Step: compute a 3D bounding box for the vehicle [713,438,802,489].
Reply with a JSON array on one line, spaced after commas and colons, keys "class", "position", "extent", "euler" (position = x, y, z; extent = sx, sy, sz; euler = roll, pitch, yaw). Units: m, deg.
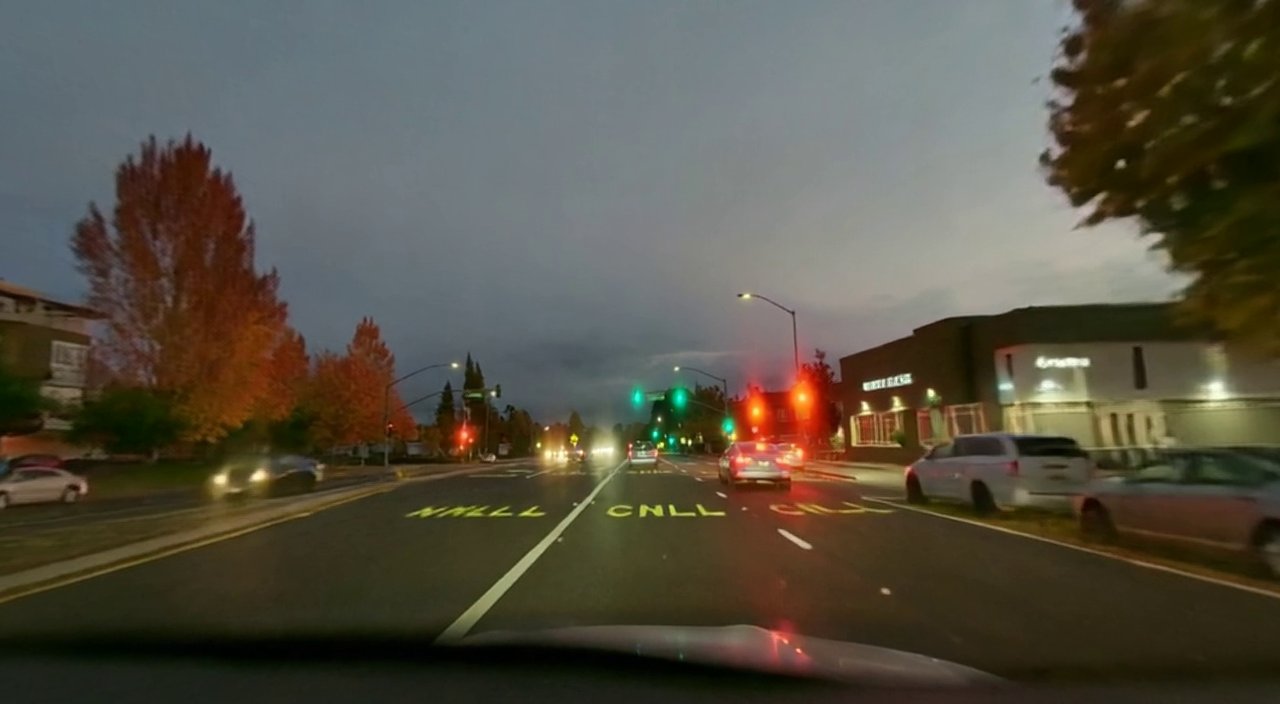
[{"class": "vehicle", "position": [3.848, 3.722, 21.430], "extent": [2.178, 1.546, 4.311], "euler": [0, -8, 0]}]

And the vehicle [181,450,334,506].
[{"class": "vehicle", "position": [-11.844, 3.877, 19.961], "extent": [1.988, 1.508, 4.650], "euler": [0, -8, -1]}]

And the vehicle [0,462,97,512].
[{"class": "vehicle", "position": [-22.130, 4.688, 22.029], "extent": [1.930, 1.542, 4.817], "euler": [0, -8, 0]}]

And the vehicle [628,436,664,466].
[{"class": "vehicle", "position": [0.377, 6.472, 41.405], "extent": [2.239, 1.856, 4.815], "euler": [0, -8, 0]}]

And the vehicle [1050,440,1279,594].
[{"class": "vehicle", "position": [7.208, 1.784, 7.297], "extent": [1.928, 1.480, 4.464], "euler": [0, -8, 1]}]

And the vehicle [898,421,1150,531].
[{"class": "vehicle", "position": [7.395, 2.420, 12.952], "extent": [2.128, 1.804, 4.825], "euler": [0, -8, 0]}]
